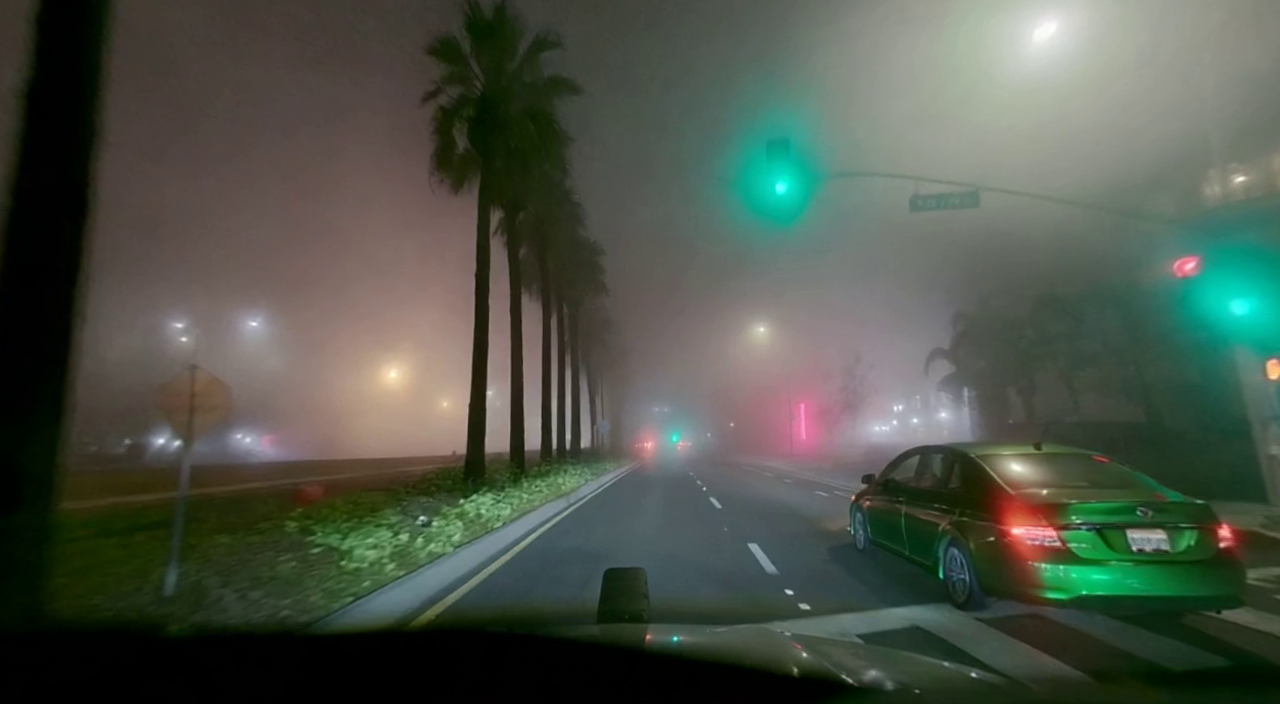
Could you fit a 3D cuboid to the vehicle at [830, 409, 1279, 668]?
[{"bbox_3d":[3.418,1.449,6.044,1.867,1.554,4.301,0,-8,1],"label":"vehicle"}]
